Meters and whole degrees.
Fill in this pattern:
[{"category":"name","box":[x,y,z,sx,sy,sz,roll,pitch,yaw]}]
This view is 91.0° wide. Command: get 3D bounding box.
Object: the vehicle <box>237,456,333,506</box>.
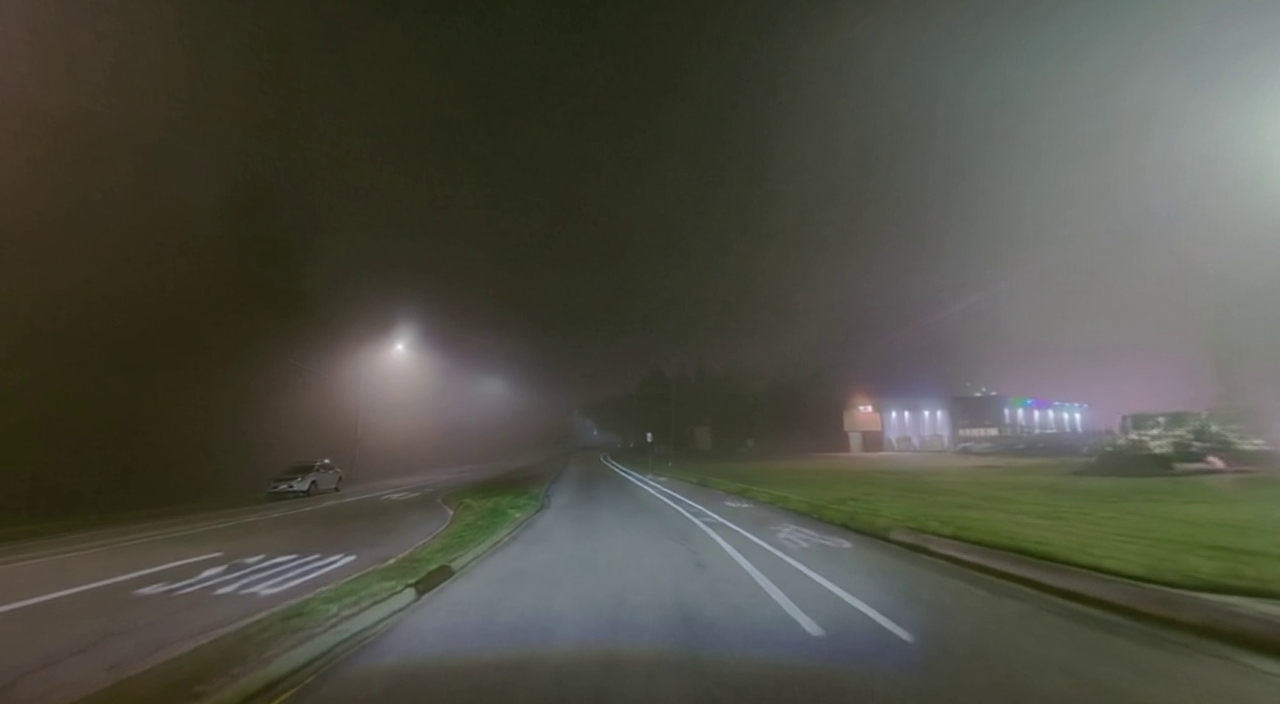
[{"category":"vehicle","box":[-14.775,5.326,26.466,1.952,1.632,4.200,-2,-7,-6]}]
